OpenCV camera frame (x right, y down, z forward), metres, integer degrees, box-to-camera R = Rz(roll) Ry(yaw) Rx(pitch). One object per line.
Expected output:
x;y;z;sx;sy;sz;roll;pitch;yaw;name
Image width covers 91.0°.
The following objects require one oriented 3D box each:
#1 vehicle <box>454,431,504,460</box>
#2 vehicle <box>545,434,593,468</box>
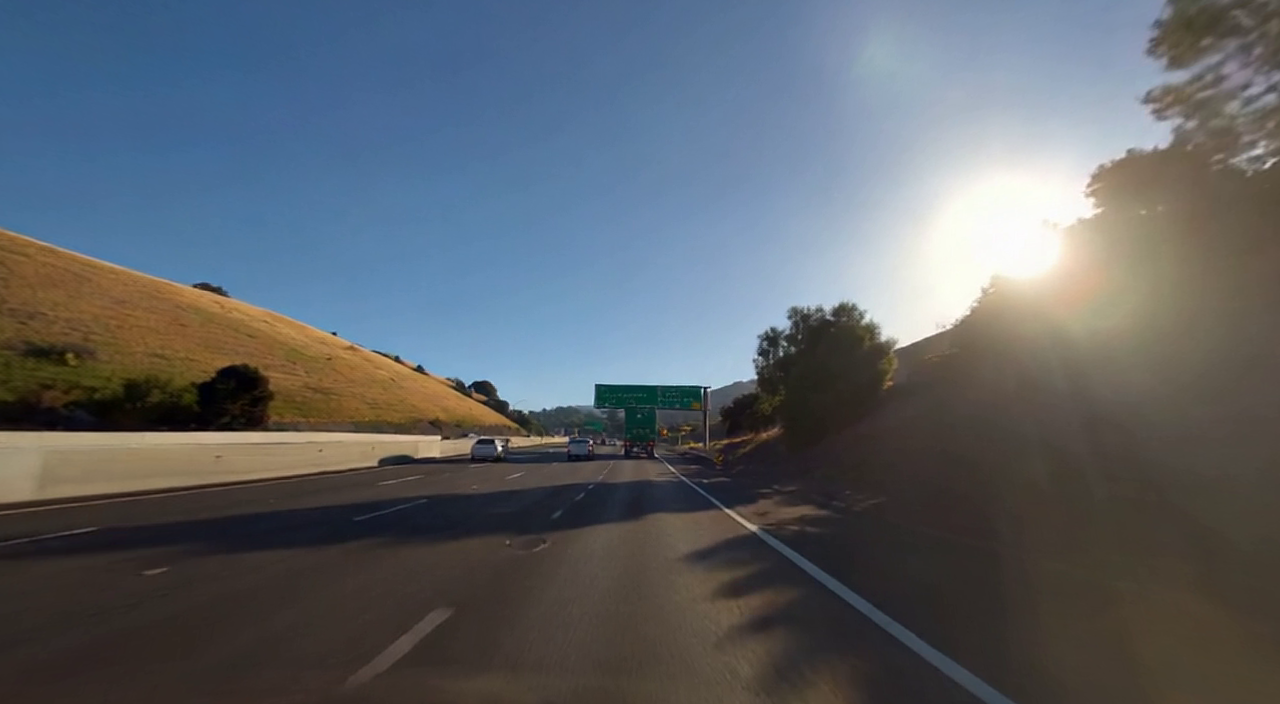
-10.240;6.011;40.424;1.958;1.758;4.684;0;-9;0;vehicle
-3.786;5.404;34.497;2.053;1.746;4.508;0;-9;1;vehicle
